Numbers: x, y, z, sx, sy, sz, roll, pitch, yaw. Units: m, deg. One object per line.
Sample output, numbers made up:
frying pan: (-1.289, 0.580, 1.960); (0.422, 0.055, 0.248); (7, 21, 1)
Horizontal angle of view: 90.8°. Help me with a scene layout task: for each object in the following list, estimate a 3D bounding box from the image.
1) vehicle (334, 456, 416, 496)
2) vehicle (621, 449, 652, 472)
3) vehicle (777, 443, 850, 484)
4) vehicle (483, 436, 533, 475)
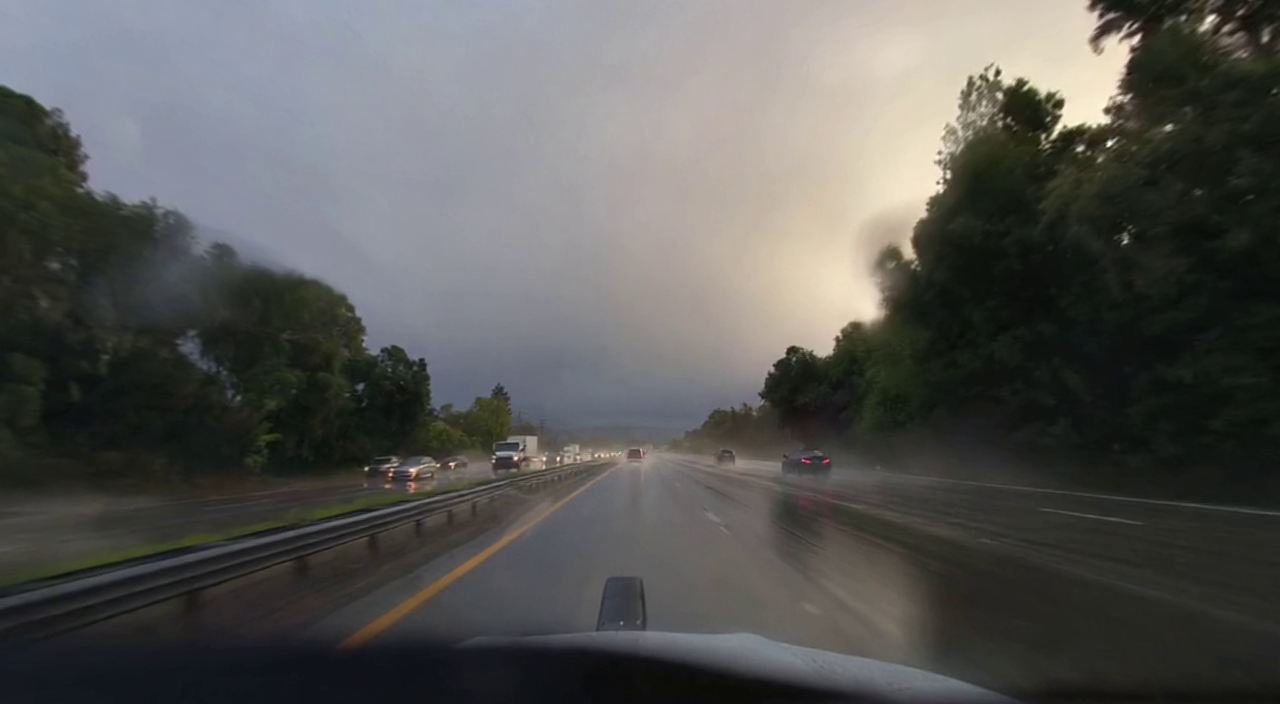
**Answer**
vehicle: (-12.166, 5.681, 29.282); (1.996, 1.632, 4.083); (0, -9, 0)
vehicle: (-0.214, 7.341, 42.910); (2.021, 1.507, 4.272); (0, -9, 0)
vehicle: (7.247, 4.667, 26.697); (1.903, 1.566, 3.866); (0, -9, -1)
vehicle: (-8.922, 7.046, 43.233); (2.207, 2.457, 5.719); (0, -9, 0)
